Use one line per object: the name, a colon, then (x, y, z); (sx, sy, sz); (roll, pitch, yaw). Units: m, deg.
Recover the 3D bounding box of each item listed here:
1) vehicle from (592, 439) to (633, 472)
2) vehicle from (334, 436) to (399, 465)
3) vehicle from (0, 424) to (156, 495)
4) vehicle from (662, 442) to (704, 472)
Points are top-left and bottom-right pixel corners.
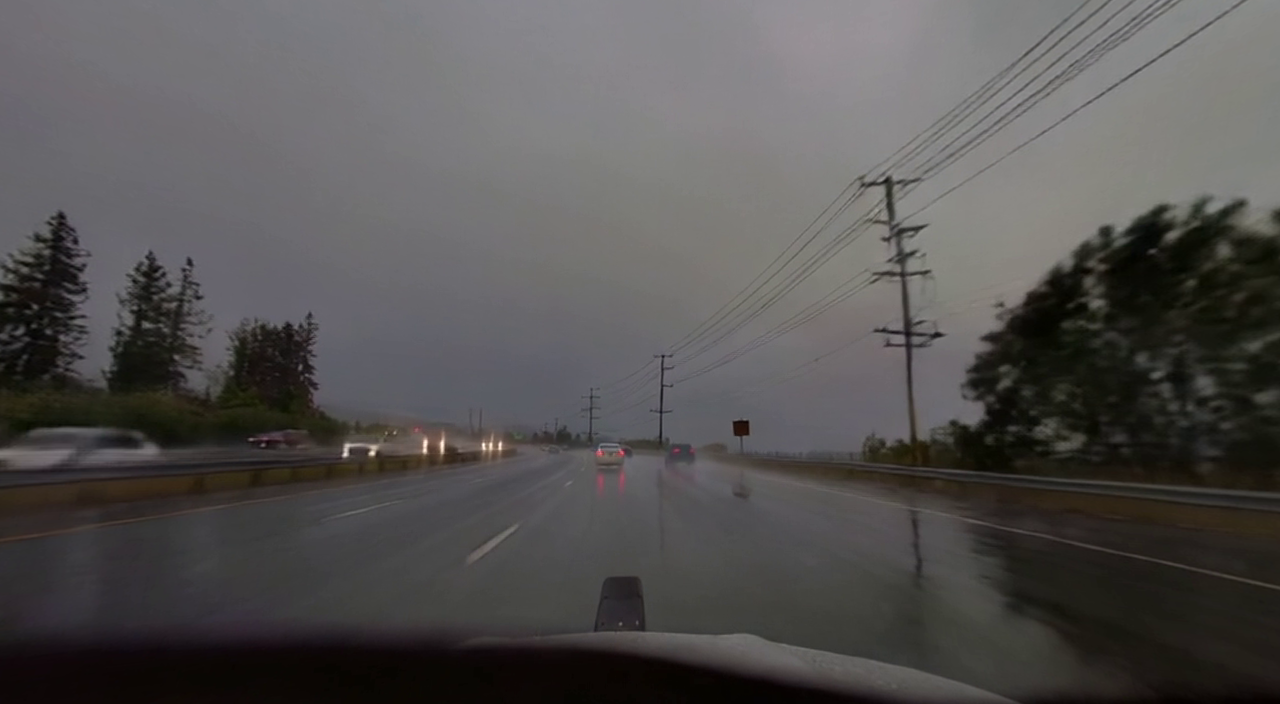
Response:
vehicle: (-1.579, 5.746, 35.240); (2.188, 1.714, 3.921); (1, -8, -4)
vehicle: (-15.511, 5.624, 36.073); (1.915, 1.521, 4.350); (1, -9, -3)
vehicle: (-14.570, 2.573, 15.375); (1.890, 1.507, 4.764); (0, -8, -2)
vehicle: (2.306, 5.745, 34.726); (1.789, 1.503, 3.897); (1, -8, -4)
